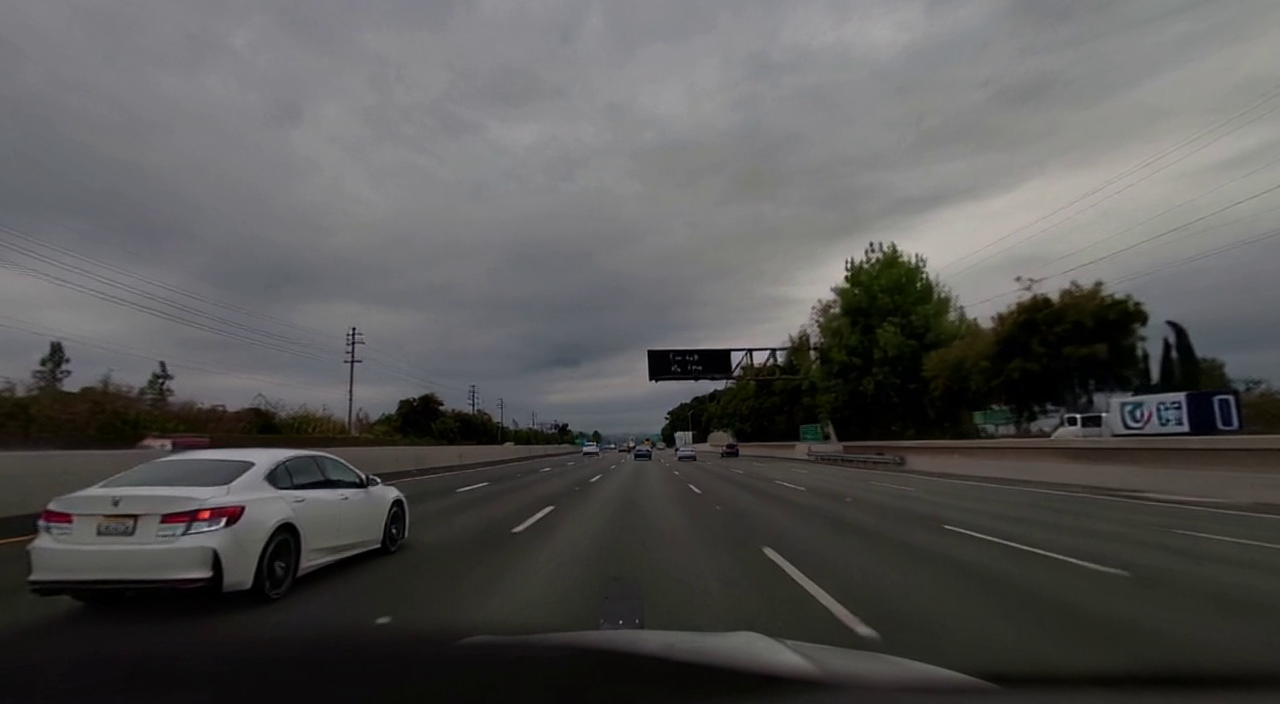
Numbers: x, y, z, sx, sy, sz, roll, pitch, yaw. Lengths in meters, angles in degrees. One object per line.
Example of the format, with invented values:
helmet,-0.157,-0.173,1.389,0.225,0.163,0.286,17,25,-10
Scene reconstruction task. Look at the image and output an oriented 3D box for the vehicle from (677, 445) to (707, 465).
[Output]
vehicle,3.989,8.011,49.077,2.076,1.506,4.050,0,-9,1
